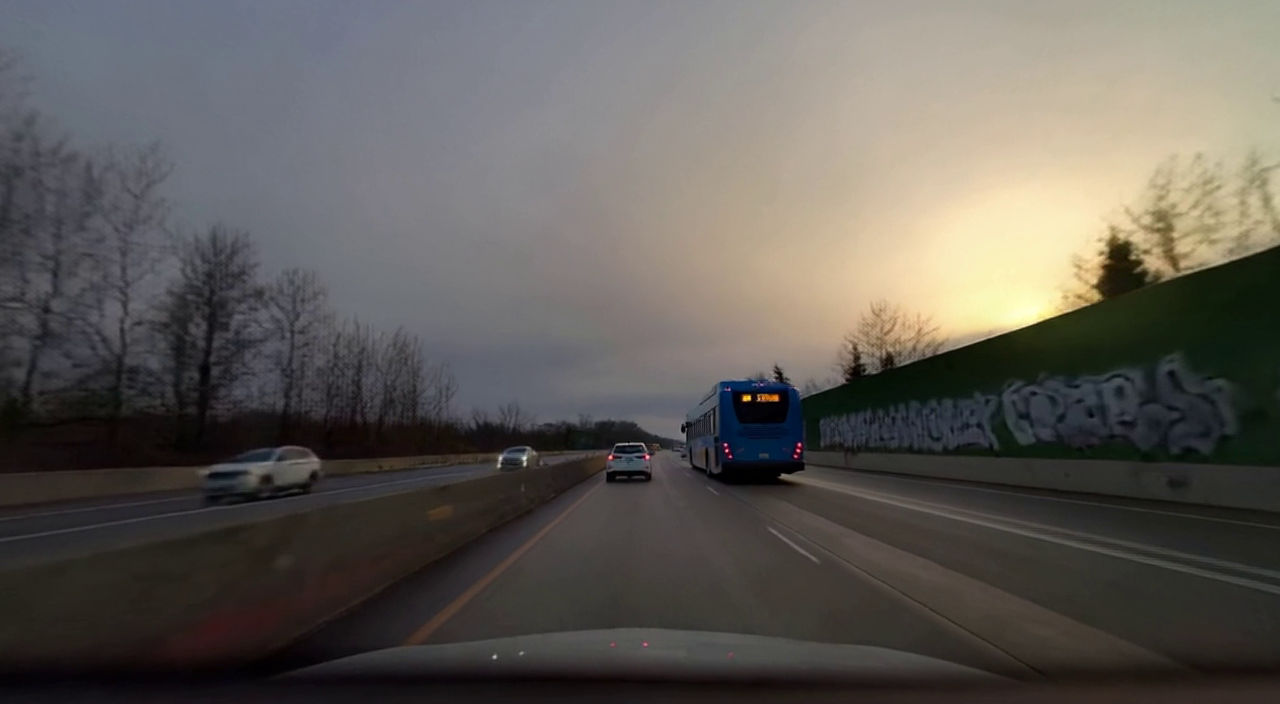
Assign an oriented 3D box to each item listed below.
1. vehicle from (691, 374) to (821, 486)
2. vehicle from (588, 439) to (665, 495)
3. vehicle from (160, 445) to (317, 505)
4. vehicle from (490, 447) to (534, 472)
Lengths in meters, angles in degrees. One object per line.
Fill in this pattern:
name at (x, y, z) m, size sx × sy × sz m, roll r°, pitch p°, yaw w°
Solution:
vehicle at (4.108, 3.388, 25.818) m, size 3.055 × 3.479 × 12.521 m, roll -1°, pitch -9°, yaw 1°
vehicle at (-0.328, 3.564, 19.720) m, size 2.160 × 1.532 × 4.073 m, roll -1°, pitch -9°, yaw 1°
vehicle at (-12.556, 3.840, 20.026) m, size 2.029 × 1.647 × 4.323 m, roll -1°, pitch -9°, yaw 2°
vehicle at (-8.410, 7.110, 41.629) m, size 1.922 × 1.560 × 4.165 m, roll -1°, pitch -9°, yaw 2°
